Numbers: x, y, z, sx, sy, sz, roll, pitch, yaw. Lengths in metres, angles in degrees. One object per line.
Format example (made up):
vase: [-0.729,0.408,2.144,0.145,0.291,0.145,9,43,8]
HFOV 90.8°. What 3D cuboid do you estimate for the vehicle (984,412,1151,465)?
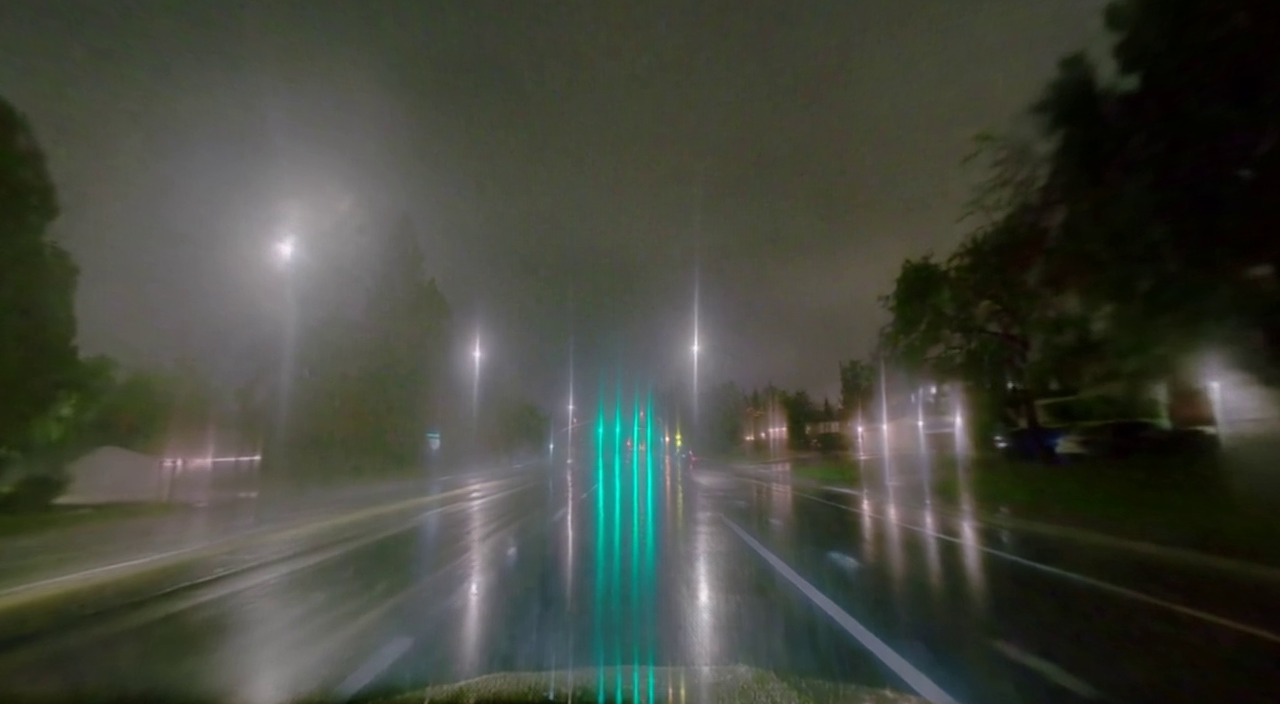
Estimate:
vehicle: [16.299,3.328,24.278,4.843,1.594,2.127,-4,-9,-3]

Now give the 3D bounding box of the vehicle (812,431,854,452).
vehicle: [15.092,7.077,49.664,1.908,1.610,4.582,-1,-9,2]

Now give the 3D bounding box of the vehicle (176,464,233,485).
vehicle: [-34.050,9.593,49.546,1.774,1.430,4.131,0,-9,-4]

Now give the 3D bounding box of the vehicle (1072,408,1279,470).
vehicle: [16.291,2.665,19.267,4.655,1.511,2.045,-3,-9,-1]
